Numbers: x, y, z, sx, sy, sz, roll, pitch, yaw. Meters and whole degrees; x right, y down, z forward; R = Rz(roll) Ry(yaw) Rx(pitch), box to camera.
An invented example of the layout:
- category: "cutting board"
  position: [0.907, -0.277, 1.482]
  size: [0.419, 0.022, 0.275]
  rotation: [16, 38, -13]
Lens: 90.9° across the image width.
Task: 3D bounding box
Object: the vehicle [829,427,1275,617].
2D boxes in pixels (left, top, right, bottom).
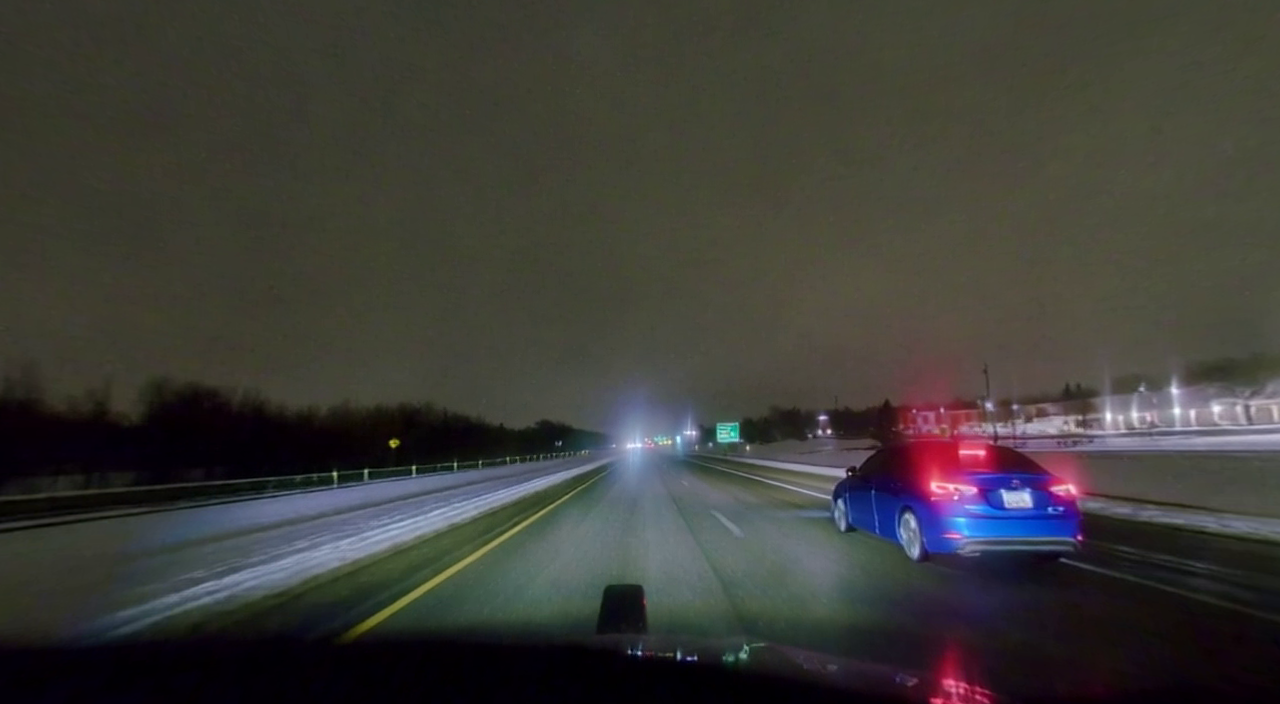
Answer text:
- category: "vehicle"
  position: [4.028, 1.724, 7.512]
  size: [2.053, 1.490, 4.799]
  rotation: [0, -8, 0]
